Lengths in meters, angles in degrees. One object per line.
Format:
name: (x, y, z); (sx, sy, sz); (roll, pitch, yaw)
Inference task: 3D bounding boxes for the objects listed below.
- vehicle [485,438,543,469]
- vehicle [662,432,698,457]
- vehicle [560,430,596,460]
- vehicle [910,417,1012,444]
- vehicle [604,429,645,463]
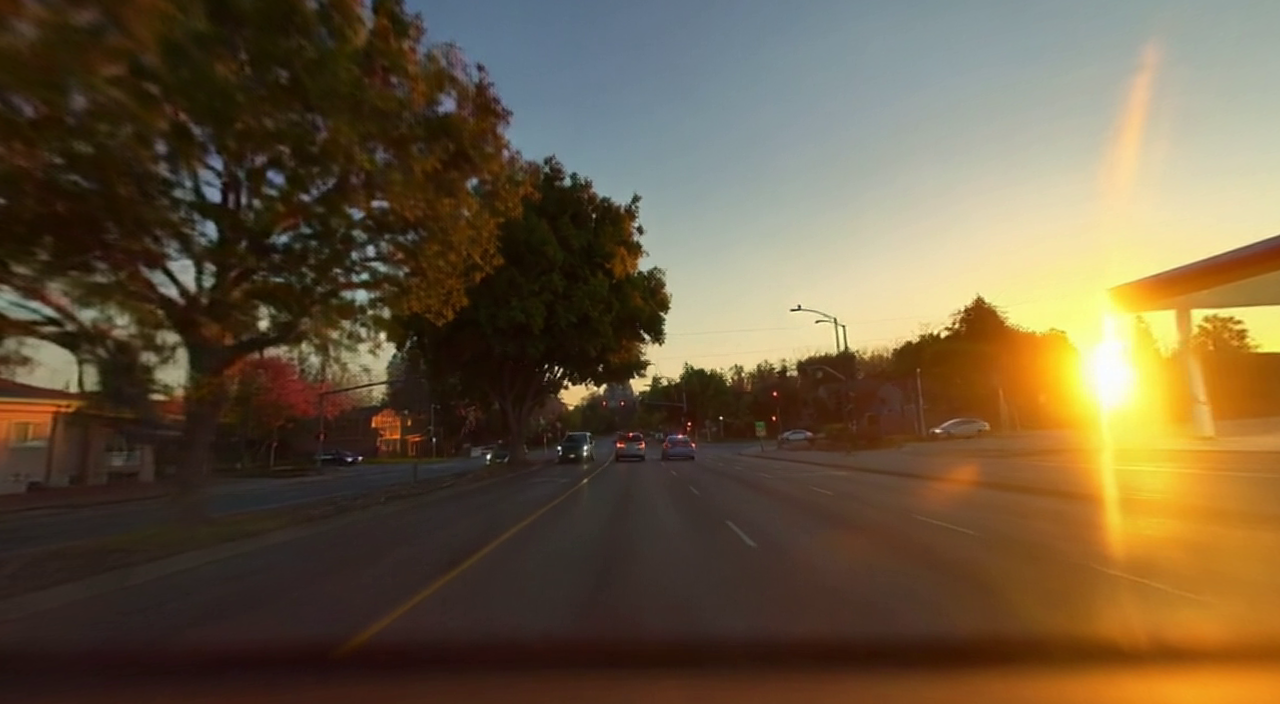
vehicle: (-6.343, 5.159, 32.253); (2.033, 1.442, 4.668); (0, -8, -1)
vehicle: (2.738, 6.486, 44.061); (2.103, 1.647, 4.318); (0, -8, -2)
vehicle: (-4.007, 6.128, 41.444); (2.139, 1.851, 3.970); (0, -8, -2)
vehicle: (17.999, 4.462, 35.444); (4.660, 1.462, 2.034); (0, -8, 0)
vehicle: (-0.779, 5.143, 34.609); (2.146, 1.742, 4.095); (0, -8, 0)
